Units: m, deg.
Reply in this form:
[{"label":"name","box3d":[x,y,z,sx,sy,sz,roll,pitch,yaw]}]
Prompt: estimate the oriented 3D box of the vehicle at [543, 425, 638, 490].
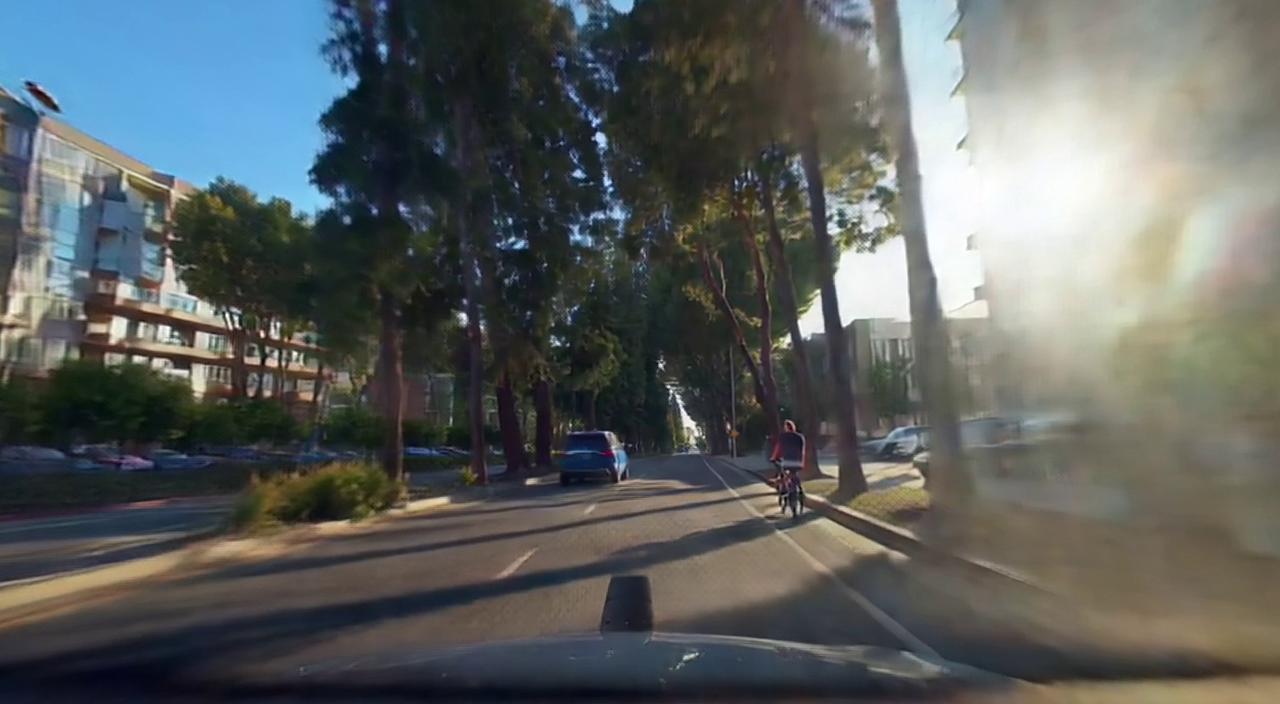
[{"label":"vehicle","box3d":[-1.461,3.458,20.987,2.294,1.859,5.127,-1,-9,5]}]
